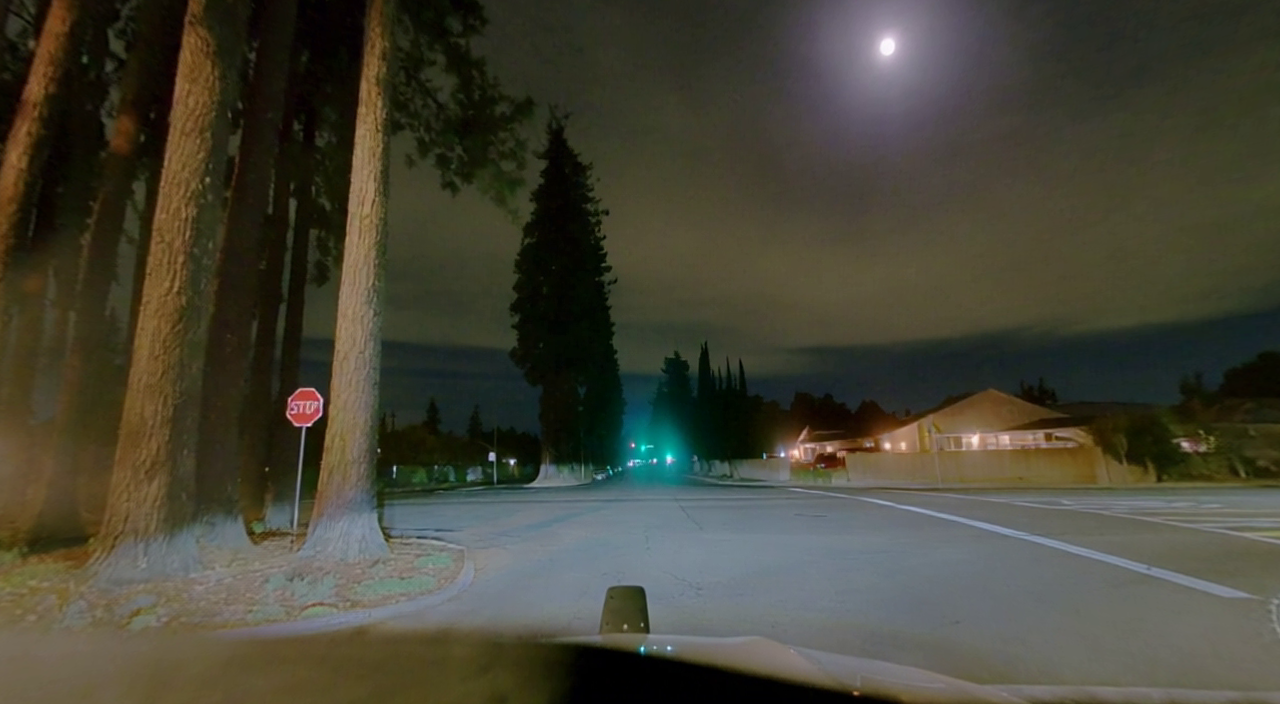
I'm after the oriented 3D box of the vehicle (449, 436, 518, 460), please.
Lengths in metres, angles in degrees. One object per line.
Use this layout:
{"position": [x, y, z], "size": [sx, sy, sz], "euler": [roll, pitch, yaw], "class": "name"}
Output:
{"position": [-11.668, 7.202, 47.244], "size": [4.622, 1.782, 1.836], "euler": [0, -8, 1], "class": "vehicle"}
